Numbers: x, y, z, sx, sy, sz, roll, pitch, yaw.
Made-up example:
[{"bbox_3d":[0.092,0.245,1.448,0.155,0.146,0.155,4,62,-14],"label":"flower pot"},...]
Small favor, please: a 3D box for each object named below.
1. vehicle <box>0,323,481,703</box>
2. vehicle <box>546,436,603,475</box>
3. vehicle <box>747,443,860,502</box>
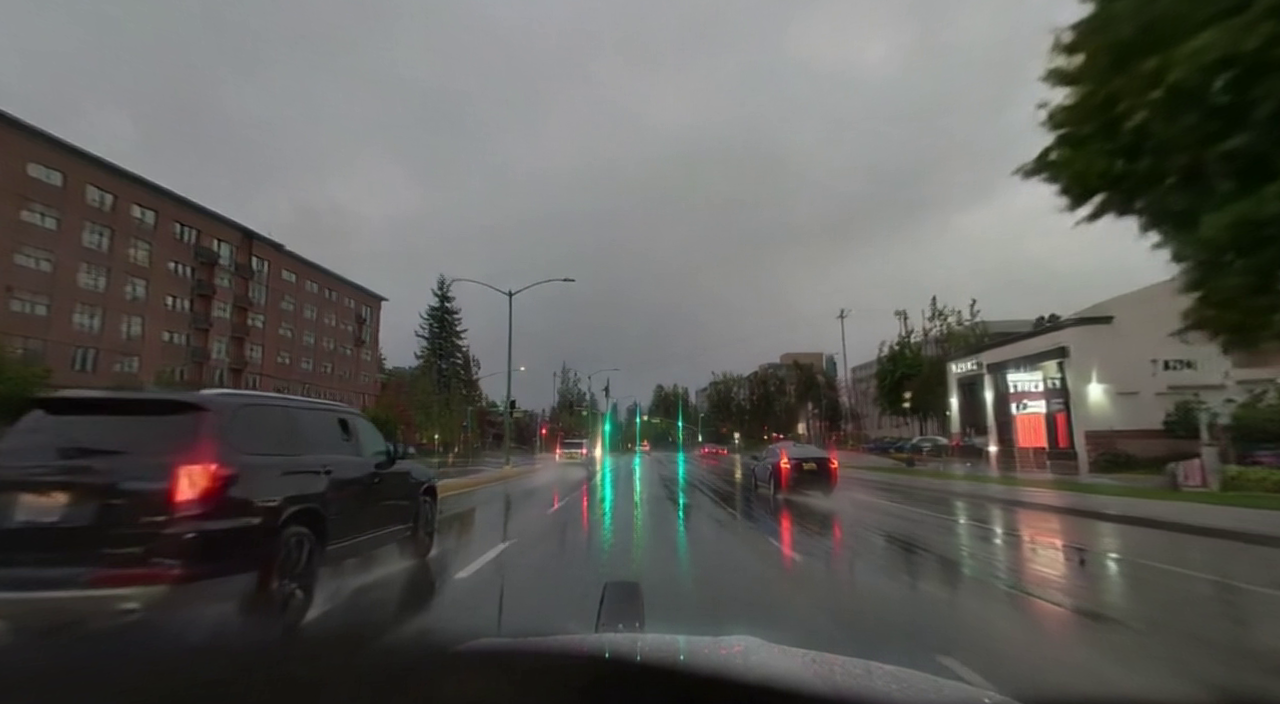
[{"bbox_3d":[-3.305,1.187,5.501,2.450,1.866,5.416,0,-8,0],"label":"vehicle"},{"bbox_3d":[-3.294,5.340,32.758,2.305,1.833,4.912,0,-8,1],"label":"vehicle"},{"bbox_3d":[4.519,3.375,18.249,1.960,1.471,4.378,0,-8,-2],"label":"vehicle"}]
